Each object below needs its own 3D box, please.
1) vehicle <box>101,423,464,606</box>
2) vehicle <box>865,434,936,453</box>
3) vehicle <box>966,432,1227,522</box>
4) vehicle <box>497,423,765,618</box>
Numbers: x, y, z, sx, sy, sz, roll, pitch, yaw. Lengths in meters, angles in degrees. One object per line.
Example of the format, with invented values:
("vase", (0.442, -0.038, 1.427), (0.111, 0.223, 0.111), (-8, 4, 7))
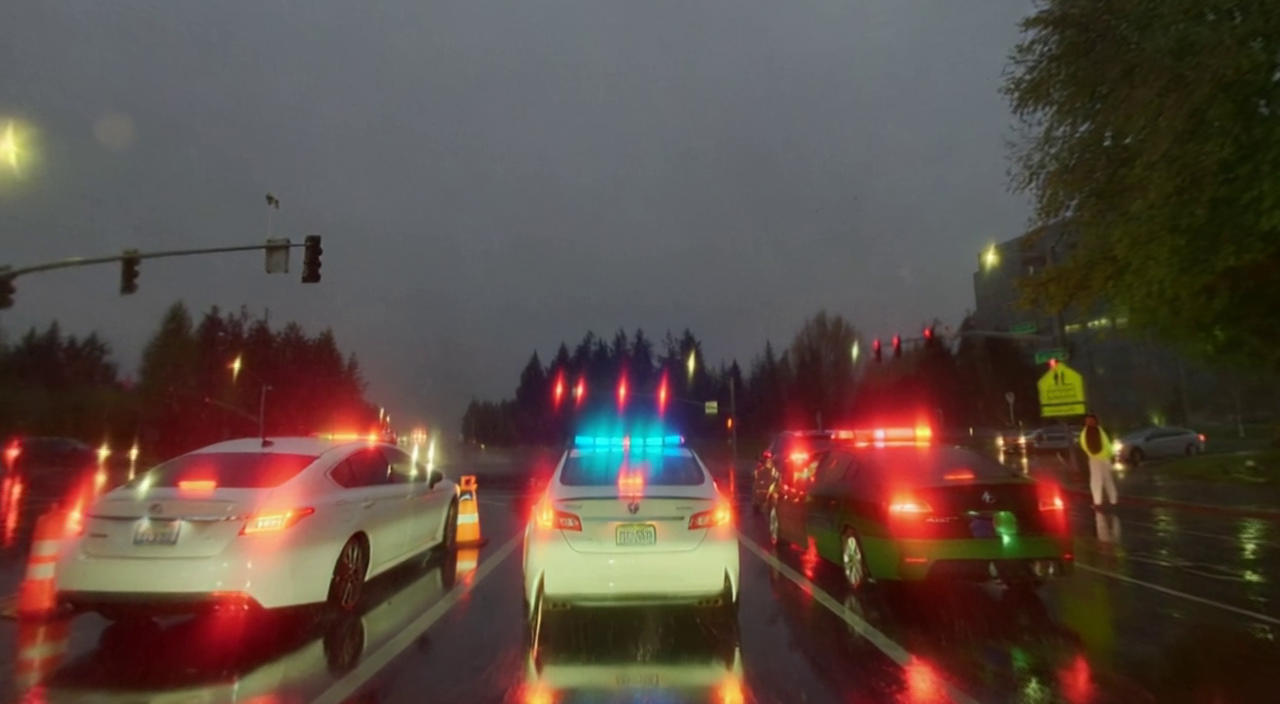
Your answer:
("vehicle", (-3.600, 1.676, 7.390), (1.863, 1.526, 4.006), (0, -8, 1))
("vehicle", (20.614, 7.255, 49.909), (4.827, 1.484, 1.883), (0, -9, 0))
("vehicle", (9.375, 2.578, 13.595), (1.957, 1.576, 4.670), (0, -9, -3))
("vehicle", (-0.113, 1.625, 7.093), (2.061, 1.486, 4.332), (0, -8, -1))
